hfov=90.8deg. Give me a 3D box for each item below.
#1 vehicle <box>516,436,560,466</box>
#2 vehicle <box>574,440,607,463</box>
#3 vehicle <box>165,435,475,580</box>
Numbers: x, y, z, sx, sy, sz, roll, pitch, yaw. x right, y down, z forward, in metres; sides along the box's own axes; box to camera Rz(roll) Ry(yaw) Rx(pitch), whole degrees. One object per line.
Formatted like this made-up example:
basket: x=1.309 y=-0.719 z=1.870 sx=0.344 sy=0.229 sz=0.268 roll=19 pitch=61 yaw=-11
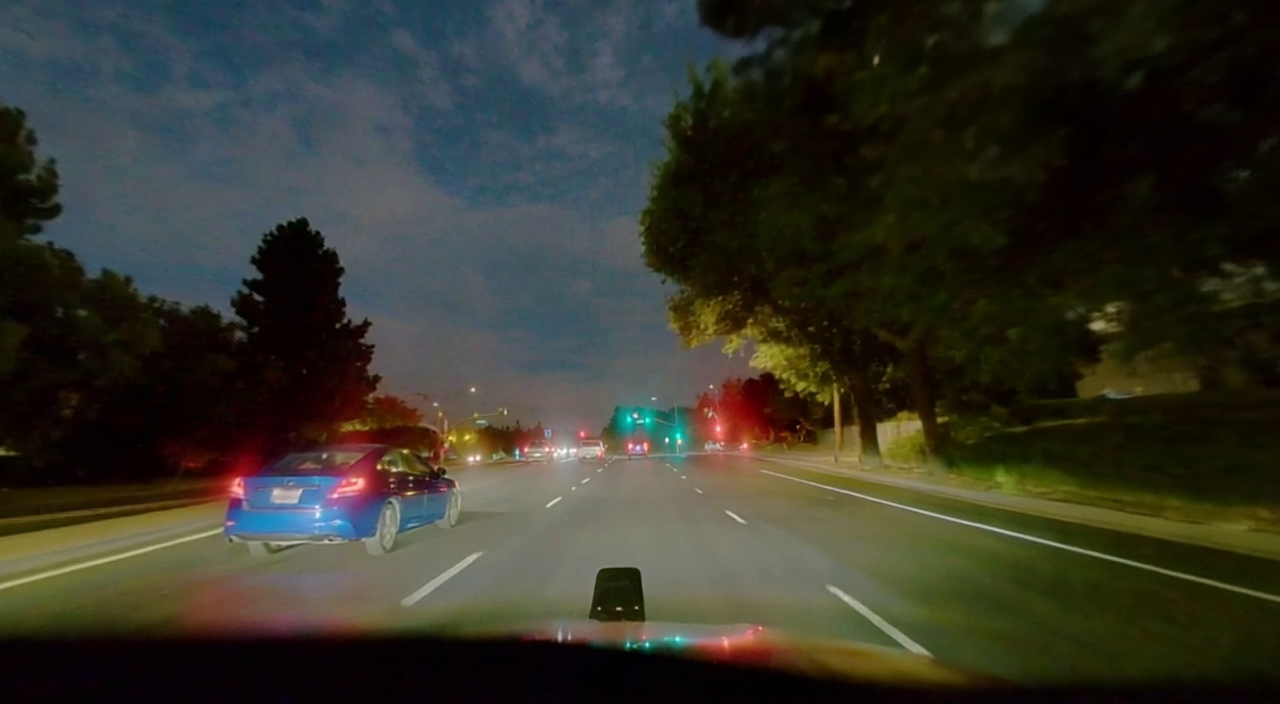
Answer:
vehicle: x=-7.419 y=7.250 z=46.573 sx=2.274 sy=2.040 sz=6.031 roll=0 pitch=-9 yaw=-1
vehicle: x=-3.630 y=7.431 z=47.134 sx=2.103 sy=1.592 sz=4.160 roll=0 pitch=-9 yaw=1
vehicle: x=-3.788 y=1.894 z=8.579 sx=1.905 sy=1.418 sz=4.396 roll=0 pitch=-9 yaw=0
